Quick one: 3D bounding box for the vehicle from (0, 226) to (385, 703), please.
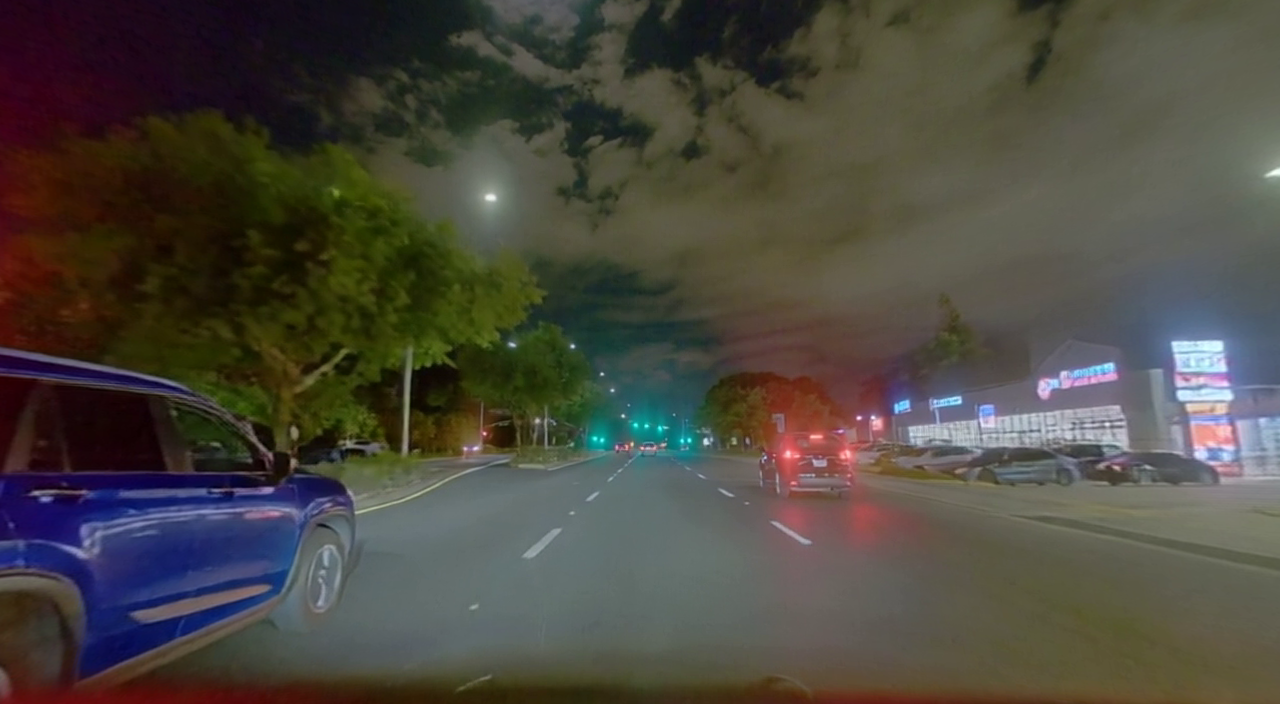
[{"bbox_3d":[-3.187,0.632,2.566,2.210,1.925,4.838,0,-8,0],"label":"vehicle"}]

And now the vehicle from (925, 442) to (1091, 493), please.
[{"bbox_3d":[11.760,3.705,20.373,4.217,1.522,1.755,0,-8,4],"label":"vehicle"}]

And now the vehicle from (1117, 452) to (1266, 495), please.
[{"bbox_3d":[21.226,4.659,24.560,1.822,1.460,4.409,0,-8,0],"label":"vehicle"}]

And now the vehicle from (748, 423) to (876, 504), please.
[{"bbox_3d":[4.202,2.805,16.274,2.024,1.773,4.431,1,-8,0],"label":"vehicle"}]

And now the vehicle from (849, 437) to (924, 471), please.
[{"bbox_3d":[12.676,5.258,32.676,1.781,1.615,4.095,2,-8,-8],"label":"vehicle"}]
